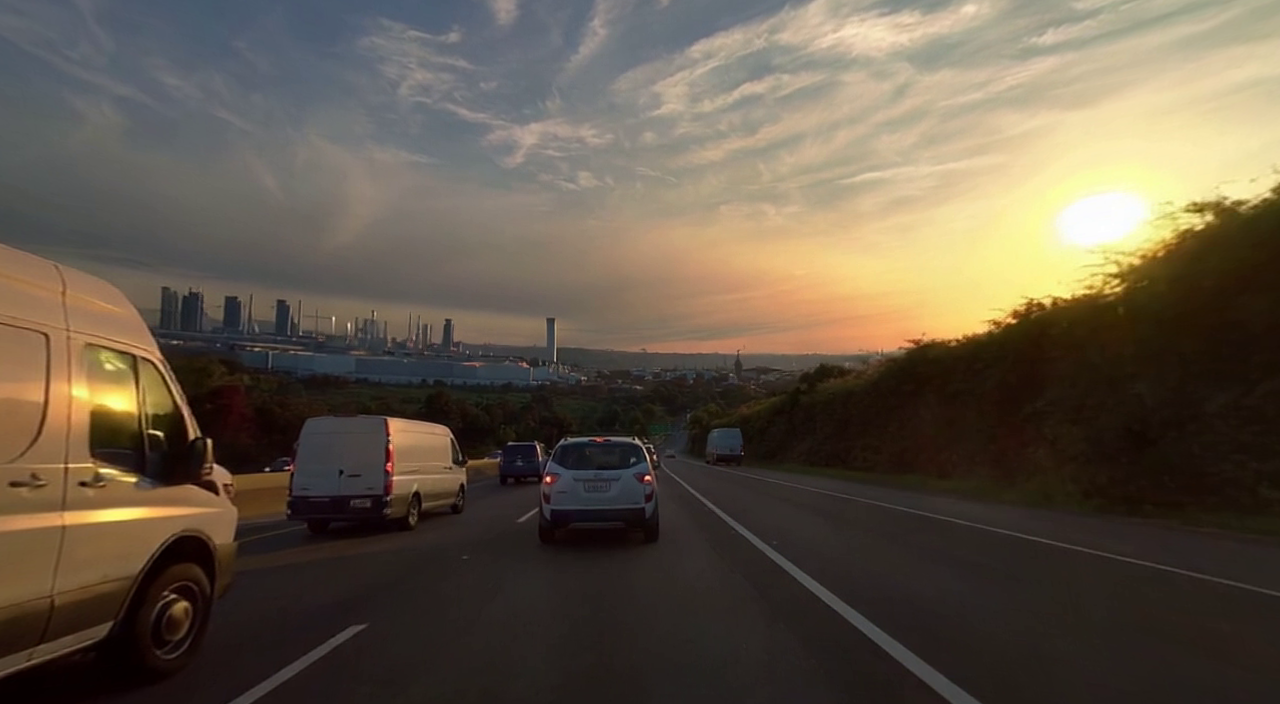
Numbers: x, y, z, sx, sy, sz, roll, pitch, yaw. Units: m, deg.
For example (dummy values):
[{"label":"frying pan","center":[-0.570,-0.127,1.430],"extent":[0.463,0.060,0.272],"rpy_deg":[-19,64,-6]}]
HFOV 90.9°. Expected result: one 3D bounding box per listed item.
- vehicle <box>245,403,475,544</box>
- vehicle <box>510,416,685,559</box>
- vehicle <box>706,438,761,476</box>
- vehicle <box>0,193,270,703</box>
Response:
[{"label":"vehicle","center":[-4.604,2.086,11.329],"extent":[2.043,1.987,4.486],"rpy_deg":[0,-9,0]},{"label":"vehicle","center":[-0.493,1.926,9.510],"extent":[2.093,1.695,3.782],"rpy_deg":[0,-9,1]},{"label":"vehicle","center":[4.493,5.147,30.998],"extent":[2.003,1.754,4.134],"rpy_deg":[0,-9,-1]},{"label":"vehicle","center":[-4.444,0.316,2.014],"extent":[2.248,2.626,6.837],"rpy_deg":[0,-9,1]}]
